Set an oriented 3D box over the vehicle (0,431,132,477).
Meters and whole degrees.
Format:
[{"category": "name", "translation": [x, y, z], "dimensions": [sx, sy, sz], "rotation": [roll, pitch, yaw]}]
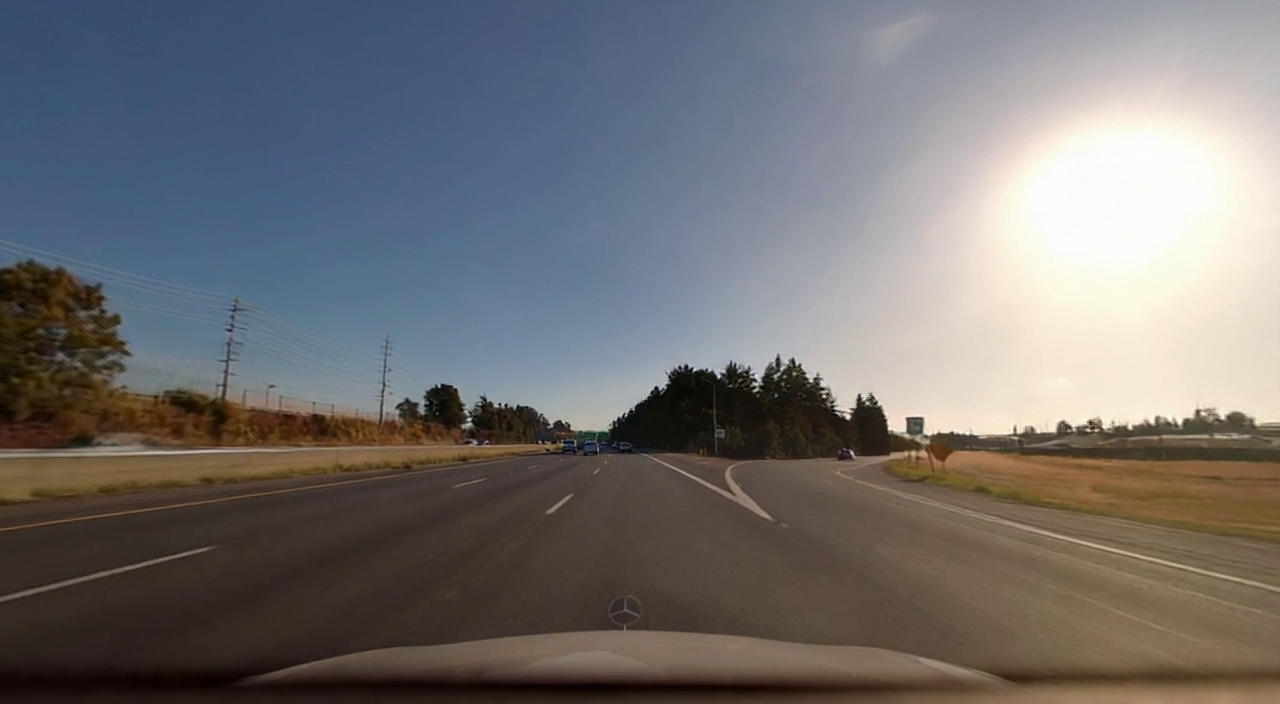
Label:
[{"category": "vehicle", "translation": [-21.903, 3.781, 23.487], "dimensions": [1.872, 1.515, 4.774], "rotation": [0, -8, -1]}]
